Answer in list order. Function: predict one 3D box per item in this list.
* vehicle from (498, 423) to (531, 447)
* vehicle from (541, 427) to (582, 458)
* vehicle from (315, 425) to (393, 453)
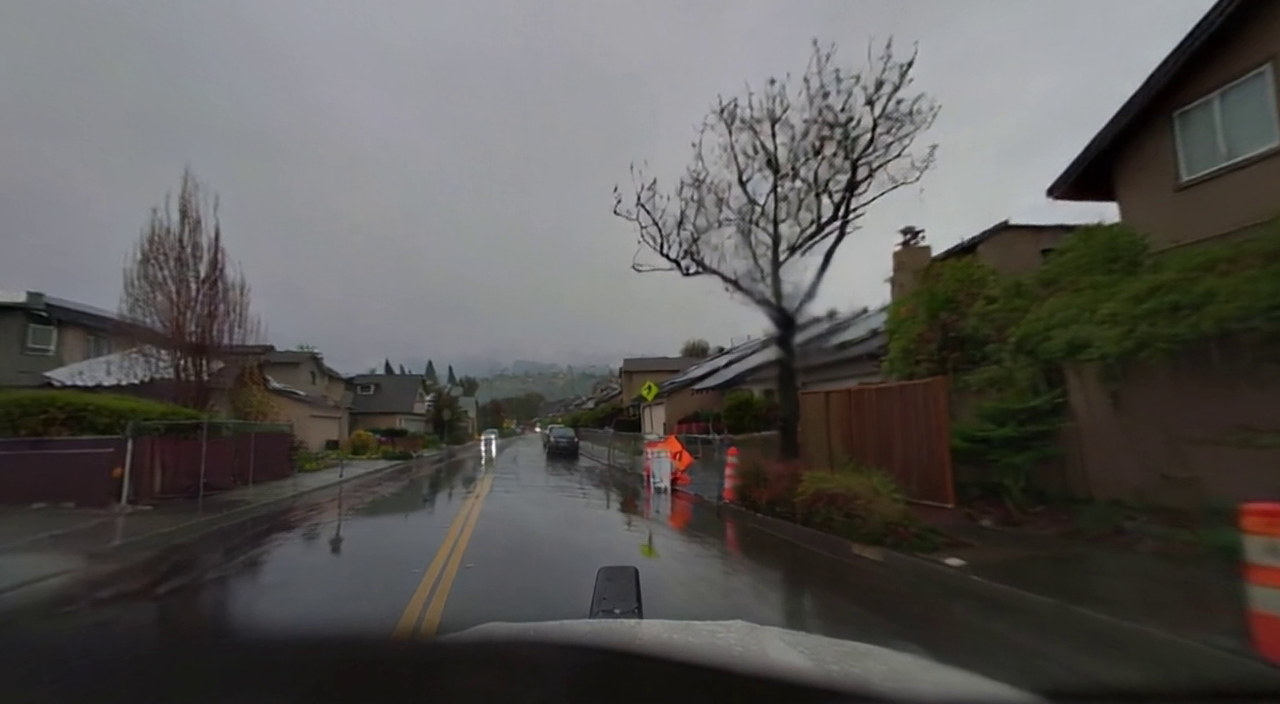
[{"bbox_3d":[-9.819,6.551,49.638,2.050,1.742,4.197,1,-7,-5],"label":"vehicle"},{"bbox_3d":[-4.120,4.665,32.686,1.998,1.494,3.927,1,-8,-8],"label":"vehicle"},{"bbox_3d":[-18.896,5.765,41.814,4.205,1.745,2.121,0,-10,-6],"label":"vehicle"}]
